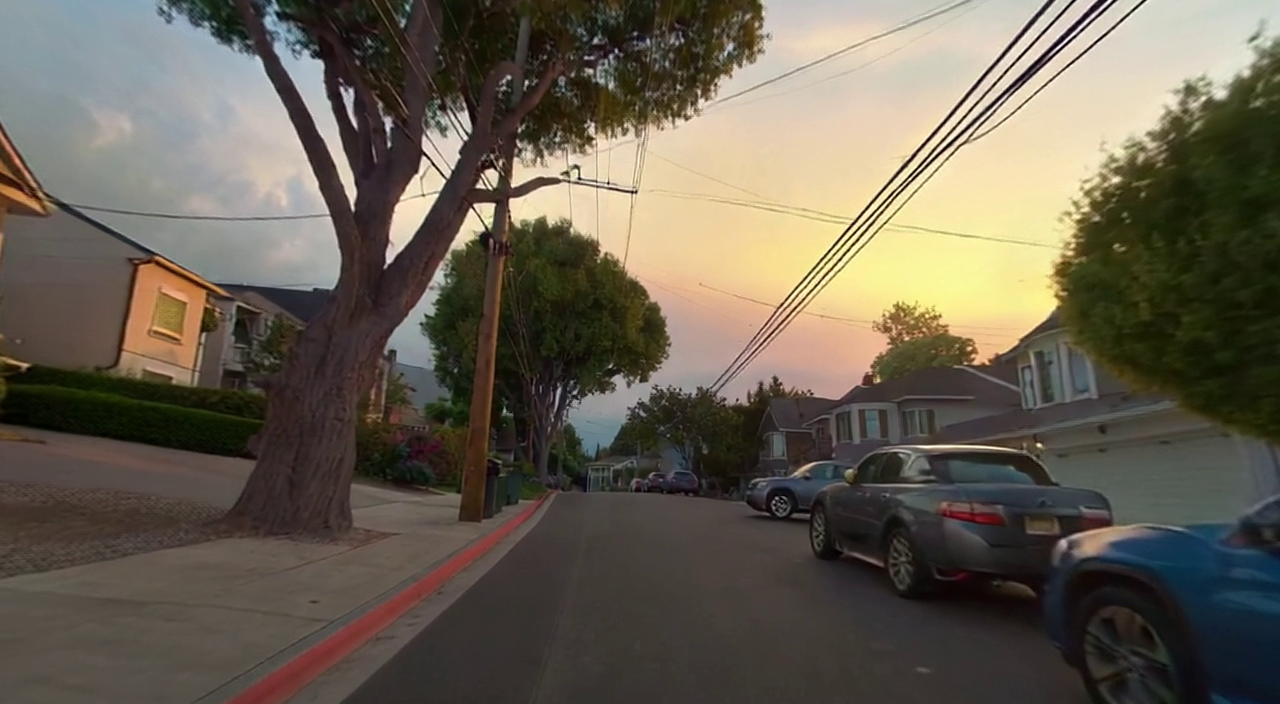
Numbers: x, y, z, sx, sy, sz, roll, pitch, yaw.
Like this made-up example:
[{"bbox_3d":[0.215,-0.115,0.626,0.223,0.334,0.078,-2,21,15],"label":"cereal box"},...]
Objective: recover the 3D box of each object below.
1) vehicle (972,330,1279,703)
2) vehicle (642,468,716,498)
[{"bbox_3d":[3.227,0.726,1.483,2.076,1.780,4.959,0,-8,-2],"label":"vehicle"},{"bbox_3d":[2.448,8.348,40.508,4.413,1.728,1.869,1,-9,-10],"label":"vehicle"}]
